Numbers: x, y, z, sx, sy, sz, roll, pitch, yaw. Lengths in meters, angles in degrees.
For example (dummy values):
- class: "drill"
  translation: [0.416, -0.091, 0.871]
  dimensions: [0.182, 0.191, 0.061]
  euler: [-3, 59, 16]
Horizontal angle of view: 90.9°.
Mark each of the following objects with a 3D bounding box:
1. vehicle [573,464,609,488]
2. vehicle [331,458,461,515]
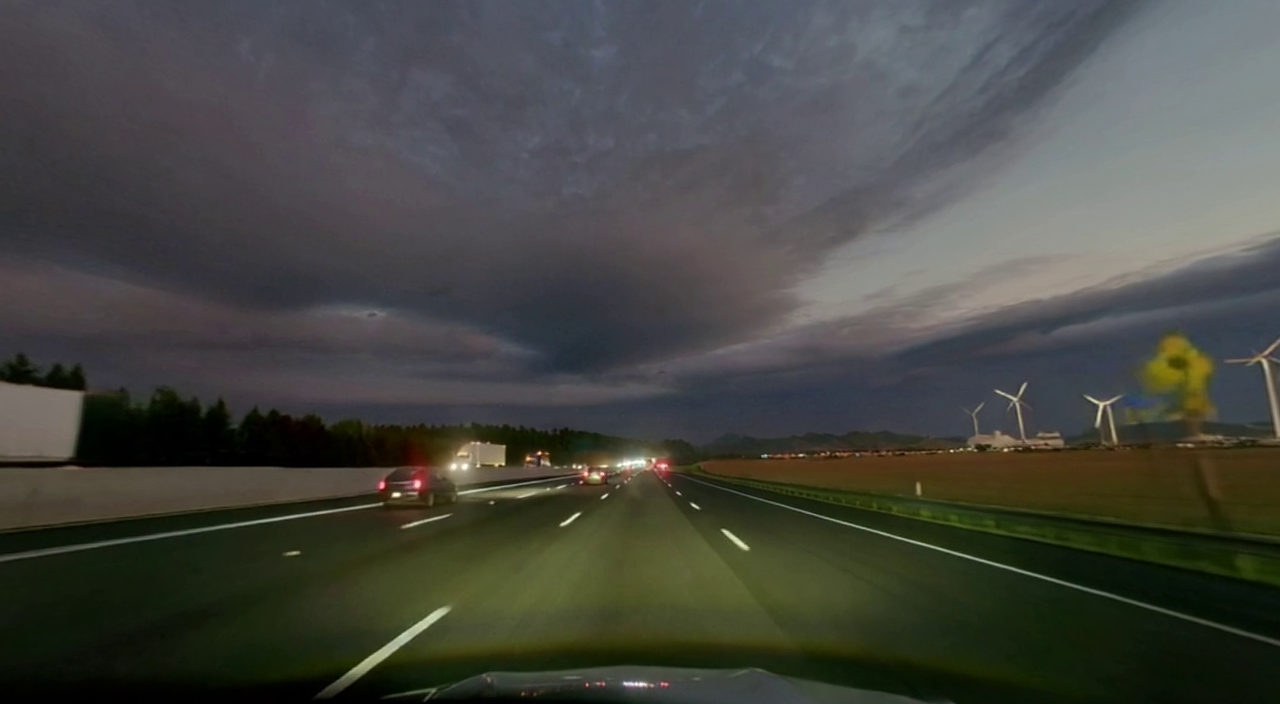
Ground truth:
- class: "vehicle"
  translation: [-3.332, 8.614, 43.925]
  dimensions: [2.039, 1.505, 4.843]
  euler: [1, -10, 1]
- class: "vehicle"
  translation: [-7.144, 3.985, 19.051]
  dimensions: [1.956, 1.451, 4.674]
  euler: [1, -10, 1]
